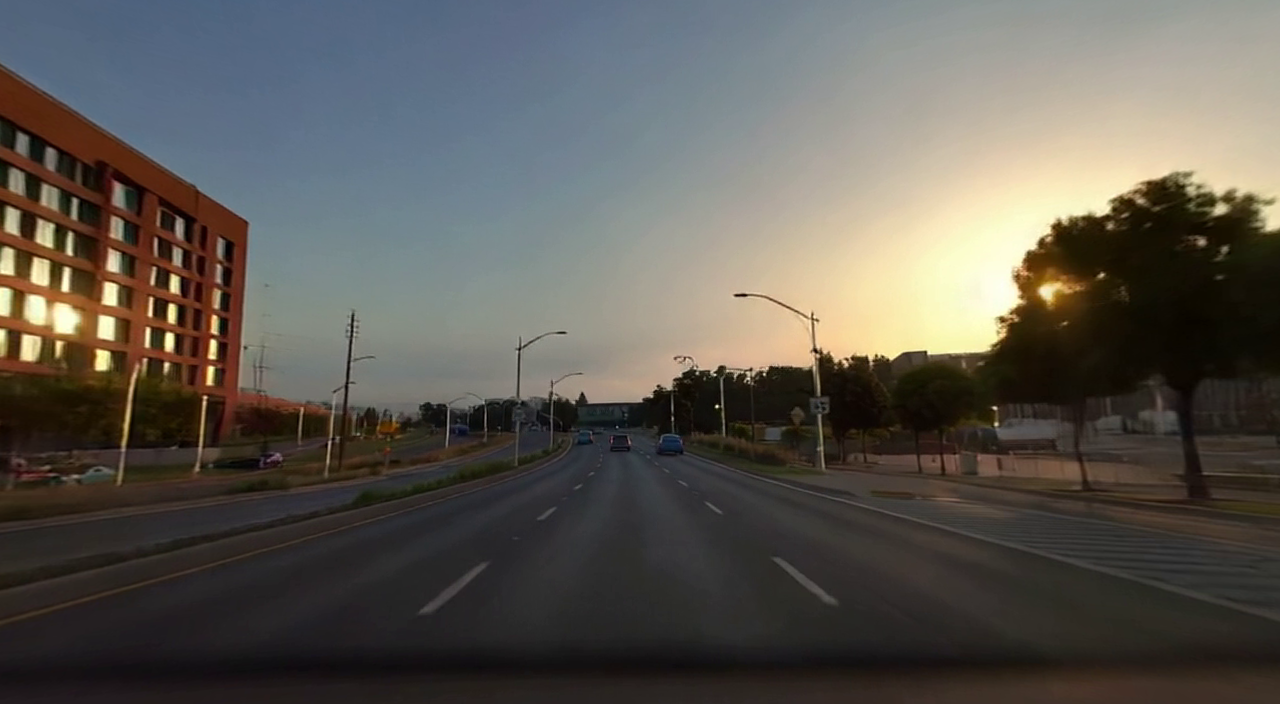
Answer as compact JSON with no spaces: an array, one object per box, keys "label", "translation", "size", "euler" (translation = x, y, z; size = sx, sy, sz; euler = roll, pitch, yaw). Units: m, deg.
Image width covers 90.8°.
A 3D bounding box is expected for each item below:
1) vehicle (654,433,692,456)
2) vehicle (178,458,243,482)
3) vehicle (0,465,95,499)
[{"label":"vehicle","translation":[2.188,6.346,43.258],"size":[2.090,1.506,4.382],"euler":[0,-8,-3]},{"label":"vehicle","translation":[-29.948,8.212,44.198],"size":[1.764,1.476,4.121],"euler":[-1,-9,-3]},{"label":"vehicle","translation":[-29.679,6.401,31.286],"size":[1.732,1.427,4.059],"euler":[-1,-9,0]}]
